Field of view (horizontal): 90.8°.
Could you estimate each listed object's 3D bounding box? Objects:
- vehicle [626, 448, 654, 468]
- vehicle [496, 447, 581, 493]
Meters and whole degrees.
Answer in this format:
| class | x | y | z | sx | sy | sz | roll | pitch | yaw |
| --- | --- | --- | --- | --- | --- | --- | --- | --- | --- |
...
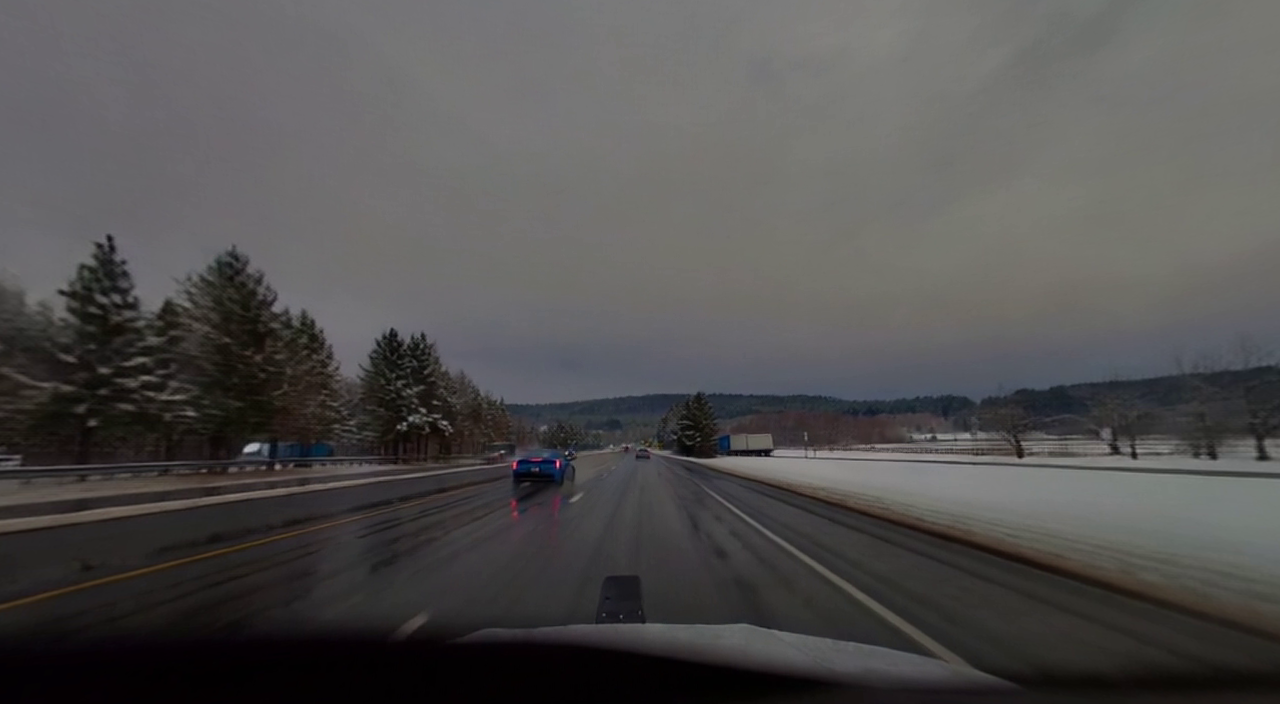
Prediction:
| class | x | y | z | sx | sy | sz | roll | pitch | yaw |
| --- | --- | --- | --- | --- | --- | --- | --- | --- | --- |
| vehicle | -0.005 | 8.162 | 48.677 | 2.079 | 1.450 | 3.942 | 0 | -9 | 0 |
| vehicle | -3.492 | 4.165 | 22.728 | 2.170 | 1.451 | 4.584 | 0 | -9 | 2 |
